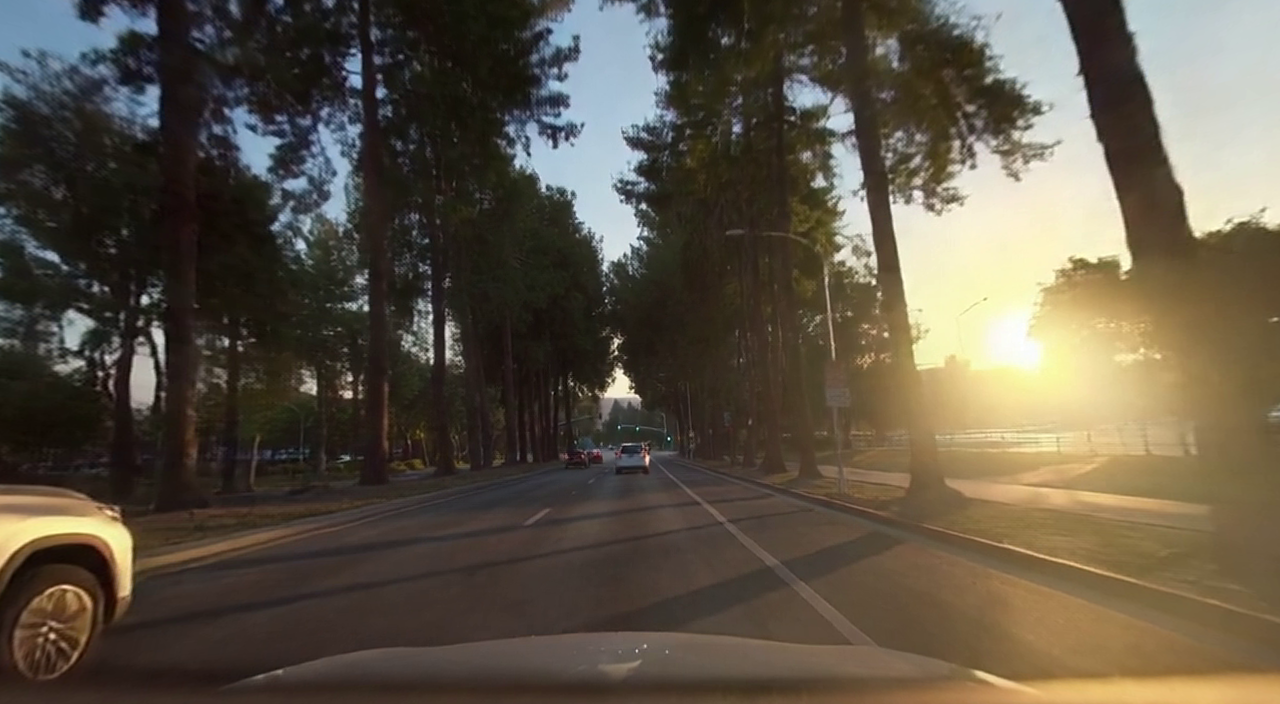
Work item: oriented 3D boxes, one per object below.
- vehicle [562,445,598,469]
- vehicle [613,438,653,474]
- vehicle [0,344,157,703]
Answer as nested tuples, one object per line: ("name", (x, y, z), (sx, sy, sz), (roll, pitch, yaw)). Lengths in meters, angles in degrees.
("vehicle", (-3.962, 6.994, 42.217), (1.936, 1.538, 4.016), (0, -8, 1))
("vehicle", (-0.362, 5.471, 33.385), (2.018, 1.769, 3.897), (0, -8, -1))
("vehicle", (-4.043, 0.643, 1.735), (1.860, 1.741, 4.479), (0, -8, 0))
